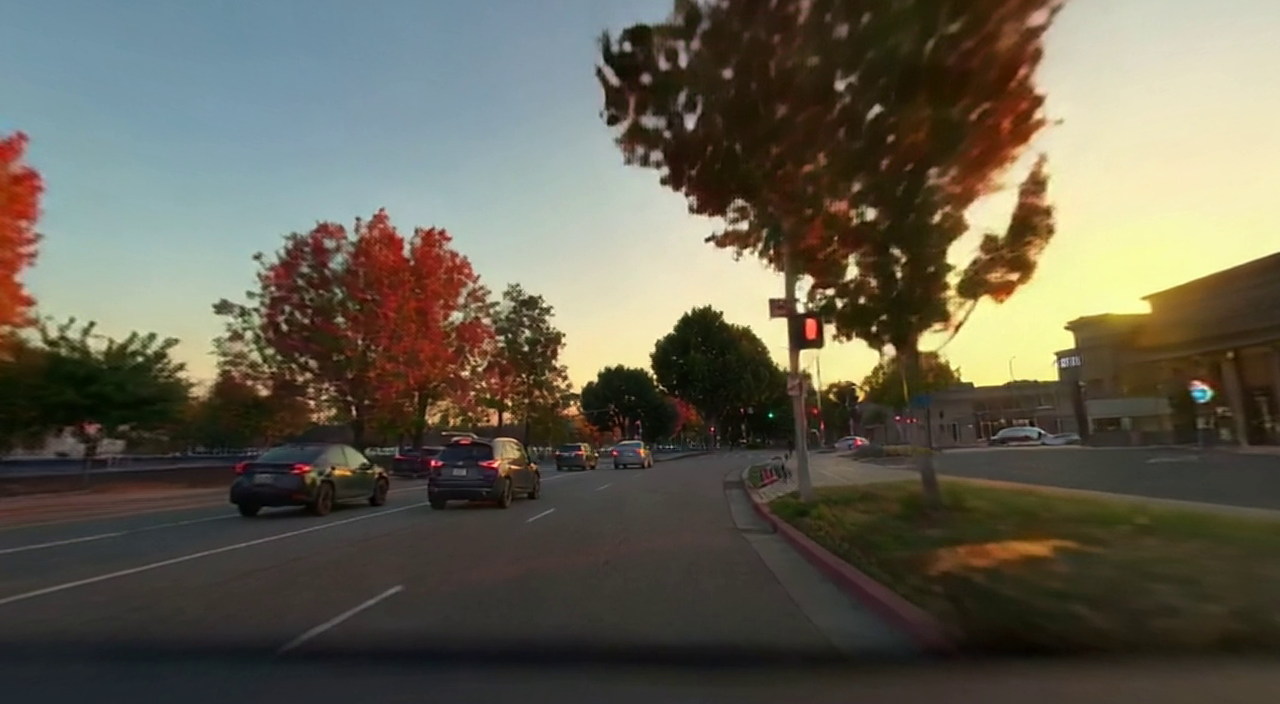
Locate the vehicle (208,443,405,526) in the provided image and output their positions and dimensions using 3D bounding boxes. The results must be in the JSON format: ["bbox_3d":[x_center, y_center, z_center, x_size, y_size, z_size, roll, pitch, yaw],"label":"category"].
[{"bbox_3d":[-7.163,2.838,14.140,1.974,1.558,3.949,-1,-9,6],"label":"vehicle"}]

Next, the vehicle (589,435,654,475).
[{"bbox_3d":[-0.799,5.062,31.297,2.167,1.832,4.679,-2,-9,12],"label":"vehicle"}]

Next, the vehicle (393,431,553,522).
[{"bbox_3d":[-3.406,2.617,13.869,2.002,1.664,4.113,-1,-9,6],"label":"vehicle"}]
